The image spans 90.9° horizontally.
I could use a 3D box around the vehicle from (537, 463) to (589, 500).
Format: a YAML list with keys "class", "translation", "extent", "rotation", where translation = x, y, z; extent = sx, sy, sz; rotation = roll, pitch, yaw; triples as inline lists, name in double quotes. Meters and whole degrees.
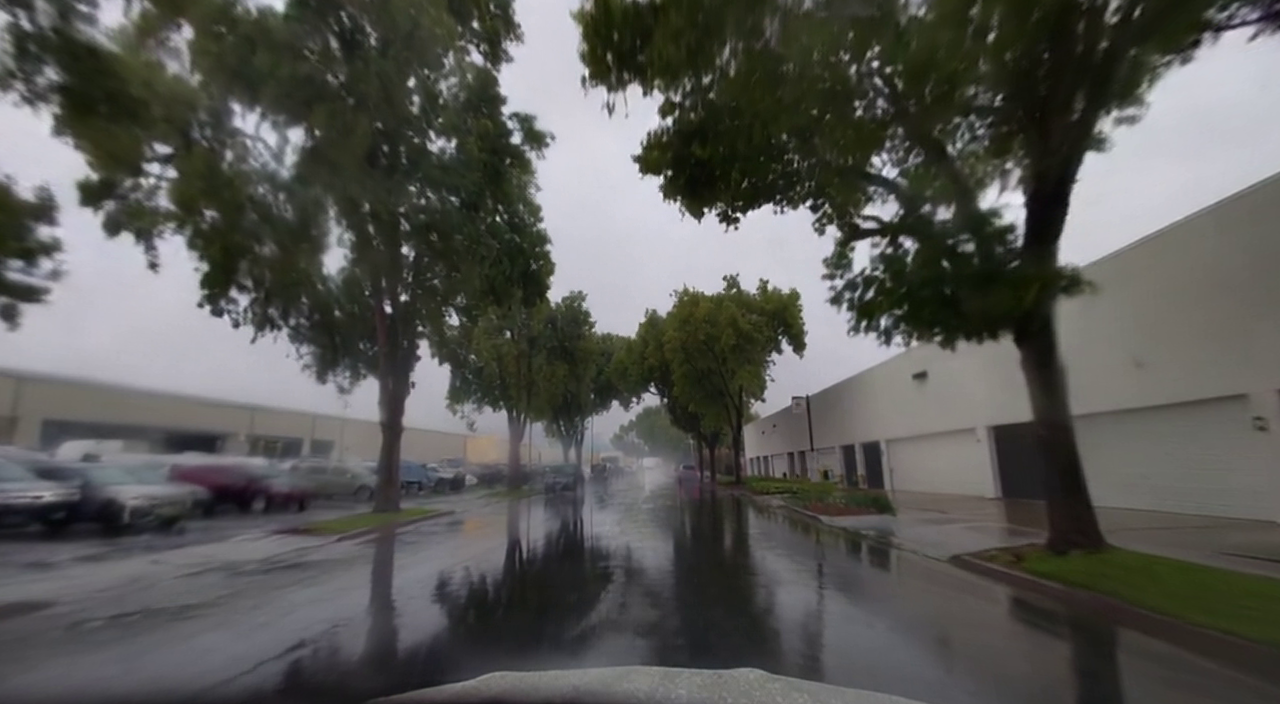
- class: "vehicle"
  translation: [-3.831, 6.528, 32.037]
  extent: [1.927, 1.580, 4.556]
  rotation: [-2, -9, 2]
